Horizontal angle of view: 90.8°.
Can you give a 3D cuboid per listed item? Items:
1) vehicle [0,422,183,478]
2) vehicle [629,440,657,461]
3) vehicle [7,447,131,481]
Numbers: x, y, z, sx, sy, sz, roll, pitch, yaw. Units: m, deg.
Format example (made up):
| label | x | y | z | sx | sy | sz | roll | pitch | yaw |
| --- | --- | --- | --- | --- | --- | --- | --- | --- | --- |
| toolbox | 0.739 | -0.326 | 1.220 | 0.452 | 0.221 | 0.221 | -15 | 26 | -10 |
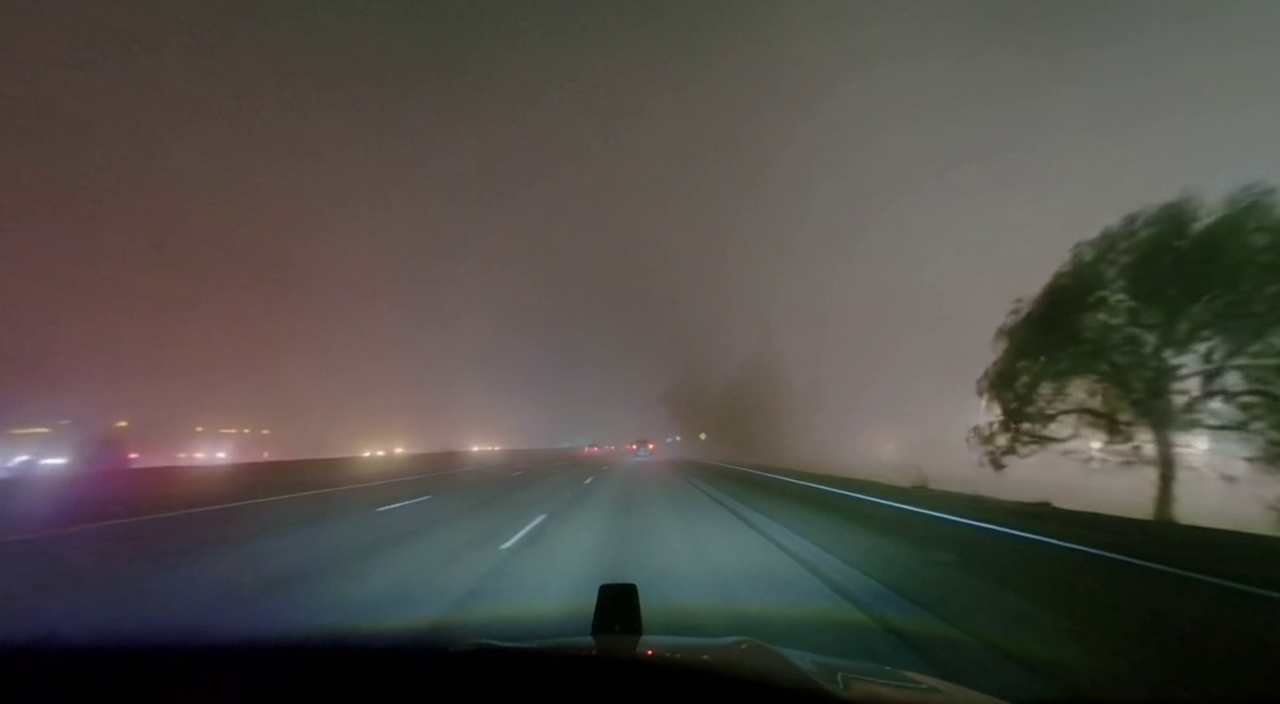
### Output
| label | x | y | z | sx | sy | sz | roll | pitch | yaw |
| --- | --- | --- | --- | --- | --- | --- | --- | --- | --- |
| vehicle | -36.391 | 6.517 | 42.168 | 2.787 | 3.117 | 12.210 | 0 | -9 | -1 |
| vehicle | 0.168 | 7.531 | 48.544 | 2.021 | 1.528 | 4.154 | 0 | -8 | -1 |
| vehicle | -28.167 | 5.509 | 31.395 | 1.907 | 1.472 | 4.580 | 0 | -8 | 0 |
